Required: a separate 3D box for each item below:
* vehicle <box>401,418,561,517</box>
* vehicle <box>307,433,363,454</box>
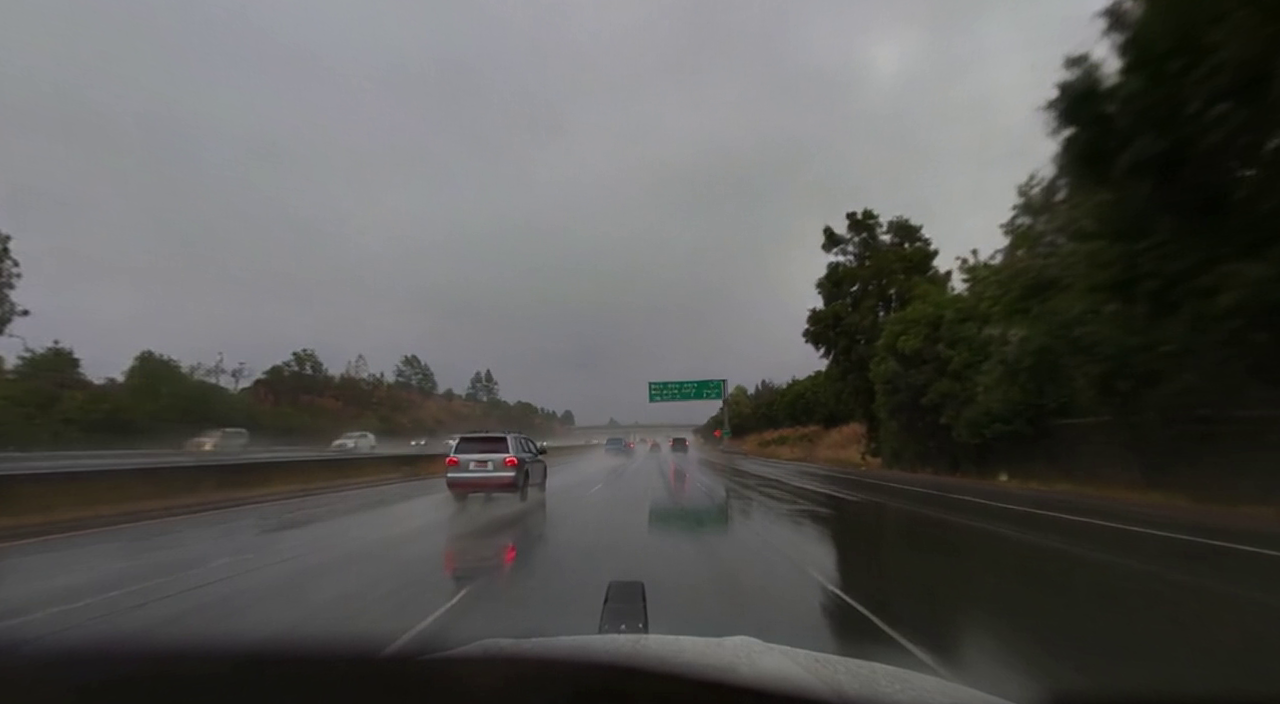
[{"bbox_3d":[-3.317,2.557,14.391,2.218,1.848,4.789,-1,-9,2],"label":"vehicle"},{"bbox_3d":[-23.285,7.025,48.330,1.947,1.558,4.555,-1,-9,1],"label":"vehicle"}]
